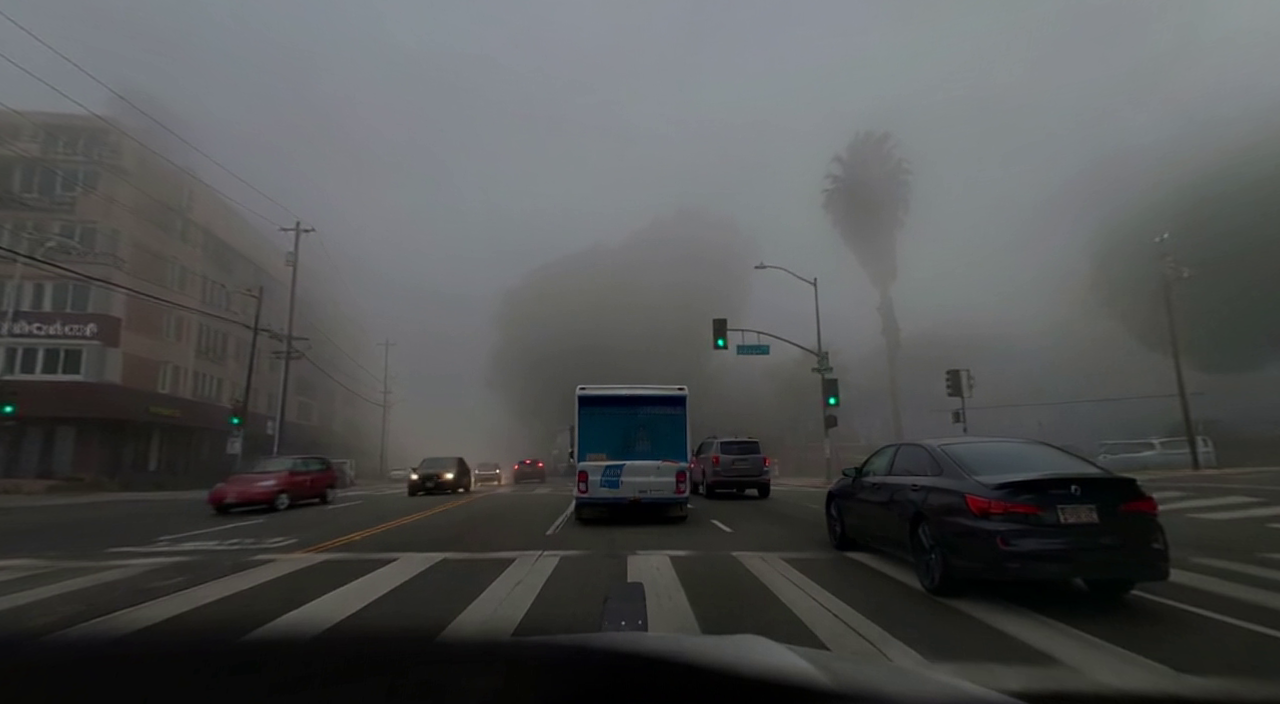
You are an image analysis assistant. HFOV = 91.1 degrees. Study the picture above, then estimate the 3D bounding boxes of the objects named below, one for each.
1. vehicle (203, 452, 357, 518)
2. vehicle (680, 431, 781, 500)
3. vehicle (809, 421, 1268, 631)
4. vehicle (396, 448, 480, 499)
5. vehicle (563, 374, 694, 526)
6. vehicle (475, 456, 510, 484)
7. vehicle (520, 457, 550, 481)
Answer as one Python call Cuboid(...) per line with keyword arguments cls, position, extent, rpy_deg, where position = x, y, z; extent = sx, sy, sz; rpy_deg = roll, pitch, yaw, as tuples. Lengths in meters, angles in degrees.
Cuboid(cls="vehicle", position=(-9.750, 3.584, 17.454), extent=(1.983, 1.543, 4.188), rpy_deg=(0, -8, -4))
Cuboid(cls="vehicle", position=(2.775, 3.660, 20.826), extent=(2.157, 1.944, 5.423), rpy_deg=(1, -8, -5))
Cuboid(cls="vehicle", position=(3.543, 1.607, 6.952), extent=(1.978, 1.507, 4.636), rpy_deg=(0, -8, -1))
Cuboid(cls="vehicle", position=(-6.834, 4.112, 21.694), extent=(1.810, 1.546, 3.981), rpy_deg=(0, -8, -4))
Cuboid(cls="vehicle", position=(-0.485, 2.338, 15.352), extent=(2.517, 2.926, 6.177), rpy_deg=(1, -8, -5))
Cuboid(cls="vehicle", position=(-9.281, 7.436, 39.798), extent=(1.801, 1.524, 3.974), rpy_deg=(1, -8, -9))
Cuboid(cls="vehicle", position=(-7.747, 8.546, 46.138), extent=(2.033, 1.555, 4.408), rpy_deg=(1, -9, -10))
